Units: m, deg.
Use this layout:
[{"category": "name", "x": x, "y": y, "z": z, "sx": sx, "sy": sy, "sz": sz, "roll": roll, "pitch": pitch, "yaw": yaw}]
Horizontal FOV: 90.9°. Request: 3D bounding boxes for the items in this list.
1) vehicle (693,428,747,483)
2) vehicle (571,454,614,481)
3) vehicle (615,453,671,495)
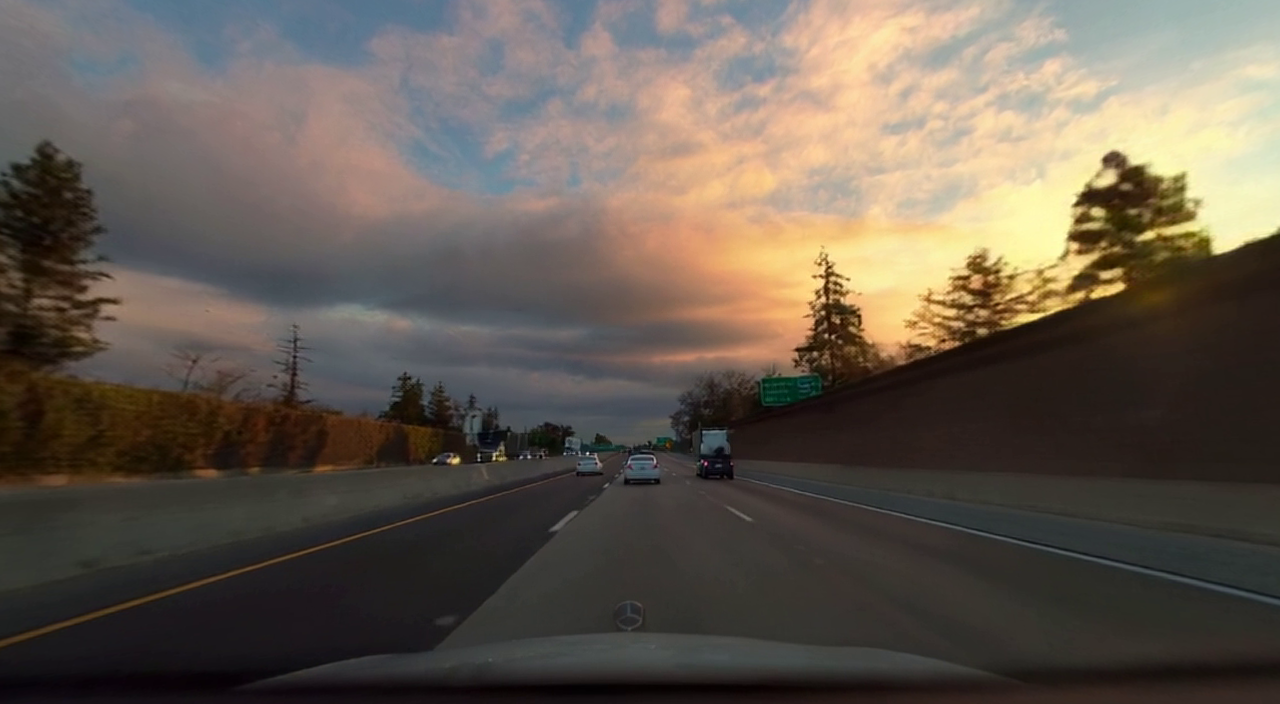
[{"category": "vehicle", "x": 5.018, "y": 6.359, "z": 38.678, "sx": 2.650, "sy": 2.978, "sz": 6.937, "roll": -3, "pitch": -10, "yaw": 11}, {"category": "vehicle", "x": -2.718, "y": 6.691, "z": 36.743, "sx": 2.105, "sy": 1.467, "sz": 4.099, "roll": 0, "pitch": -9, "yaw": 1}, {"category": "vehicle", "x": 0.090, "y": 4.858, "z": 25.446, "sx": 2.089, "sy": 1.516, "sz": 4.191, "roll": 0, "pitch": -9, "yaw": -1}]
